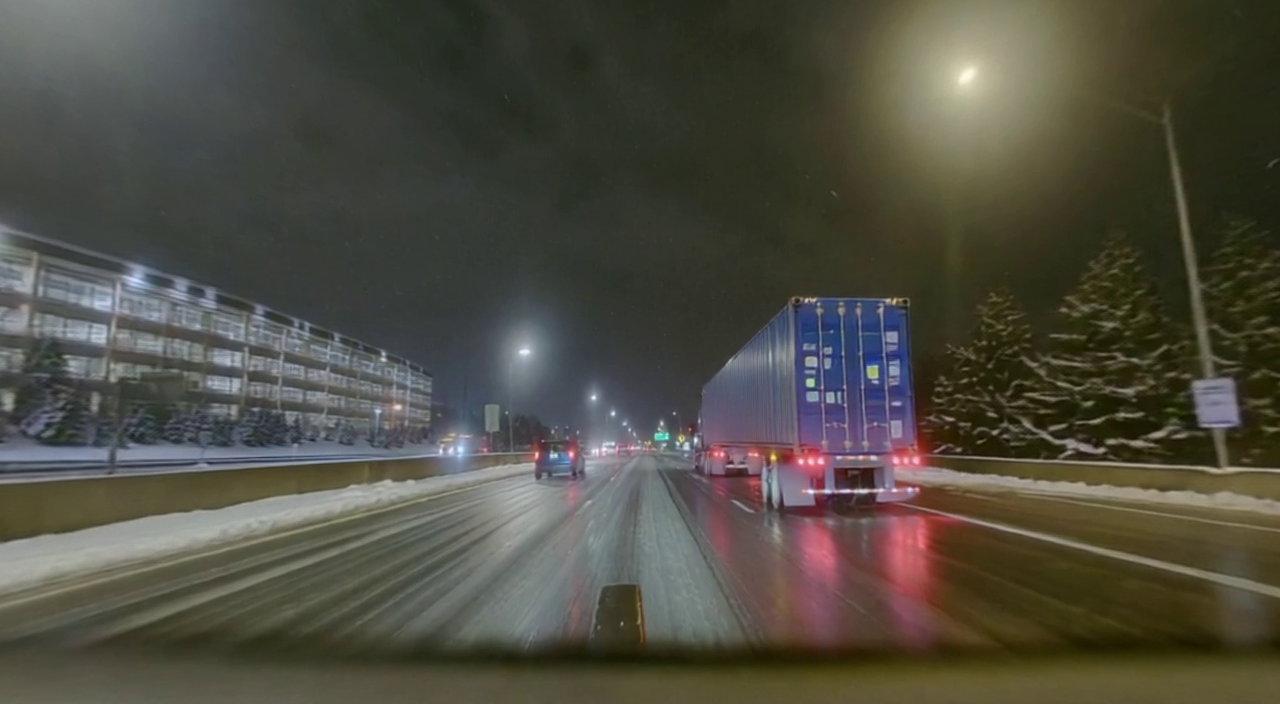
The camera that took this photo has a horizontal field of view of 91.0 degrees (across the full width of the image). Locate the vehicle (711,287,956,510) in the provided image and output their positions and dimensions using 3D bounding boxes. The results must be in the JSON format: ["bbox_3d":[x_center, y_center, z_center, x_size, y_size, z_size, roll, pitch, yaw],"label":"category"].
[{"bbox_3d":[4.199,1.793,18.094,2.893,3.992,13.605,-1,-8,1],"label":"vehicle"}]

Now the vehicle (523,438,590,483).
[{"bbox_3d":[-3.028,4.033,23.728,1.954,1.528,4.010,0,-8,0],"label":"vehicle"}]
